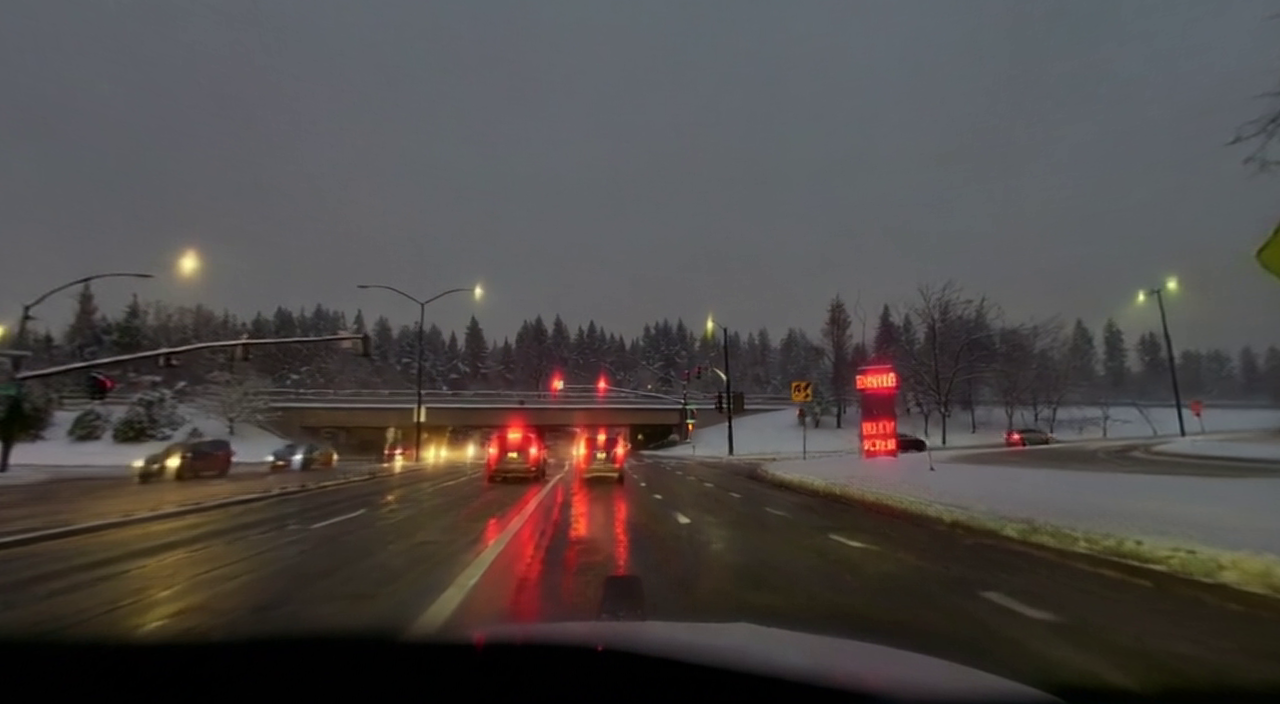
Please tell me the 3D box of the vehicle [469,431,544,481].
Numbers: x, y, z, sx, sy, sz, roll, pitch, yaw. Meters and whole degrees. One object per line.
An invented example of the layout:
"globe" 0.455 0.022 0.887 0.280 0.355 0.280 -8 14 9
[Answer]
"vehicle" -4.747 3.766 23.141 2.057 1.610 4.891 0 -8 -5

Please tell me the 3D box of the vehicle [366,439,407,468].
"vehicle" -19.784 8.021 49.488 1.863 1.722 4.328 -9 -11 -10

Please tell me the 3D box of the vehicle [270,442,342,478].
"vehicle" -18.110 5.838 34.450 1.985 1.537 4.013 -4 -5 -5

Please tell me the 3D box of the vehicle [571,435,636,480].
"vehicle" -1.373 3.874 23.544 2.176 1.489 4.518 0 -8 -4

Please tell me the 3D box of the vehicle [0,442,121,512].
"vehicle" -15.575 3.021 15.627 1.968 1.557 4.650 1 -8 -7

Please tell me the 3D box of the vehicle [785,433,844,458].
"vehicle" 12.152 6.478 43.950 4.166 1.622 1.908 7 -11 -41
